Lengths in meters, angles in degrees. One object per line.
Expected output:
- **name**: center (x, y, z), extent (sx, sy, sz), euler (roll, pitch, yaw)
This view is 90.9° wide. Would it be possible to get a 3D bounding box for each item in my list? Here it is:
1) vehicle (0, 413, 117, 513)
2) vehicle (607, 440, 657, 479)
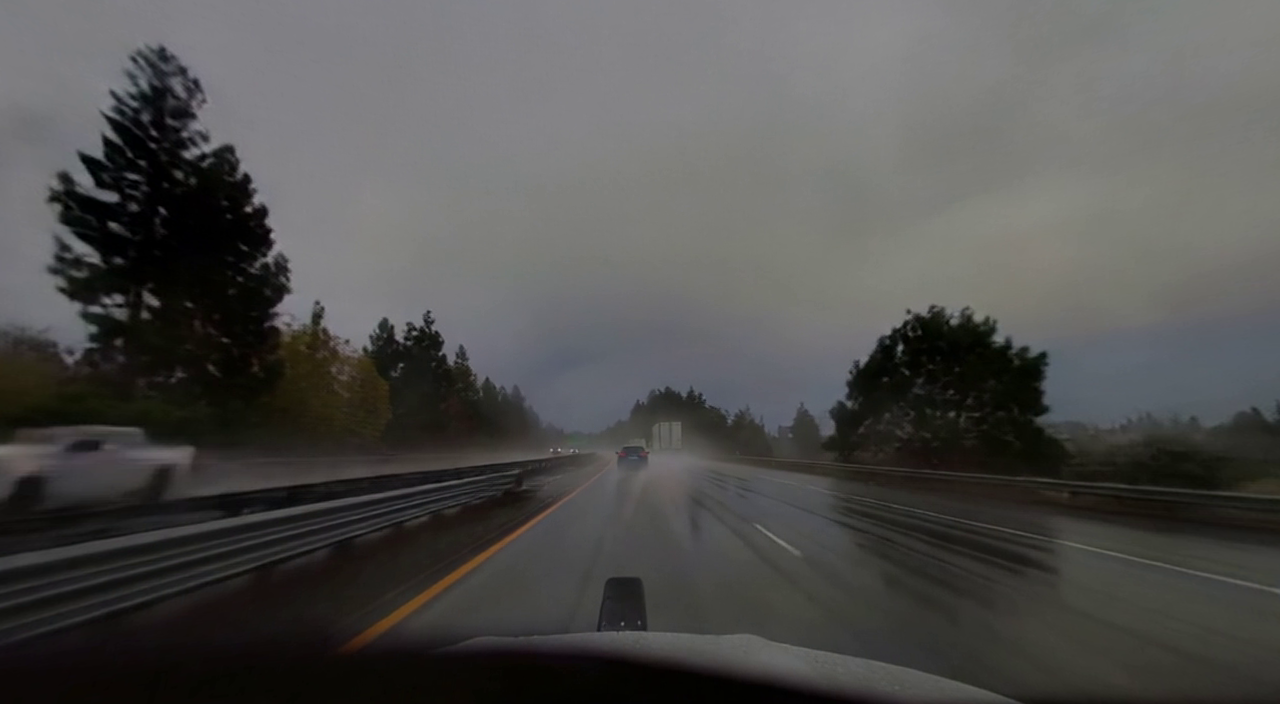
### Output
- **vehicle**: center (-12.141, 1.943, 10.975), extent (1.994, 1.729, 4.652), euler (0, -9, 0)
- **vehicle**: center (-0.371, 5.083, 30.014), extent (2.190, 1.706, 4.062), euler (0, -9, 0)
